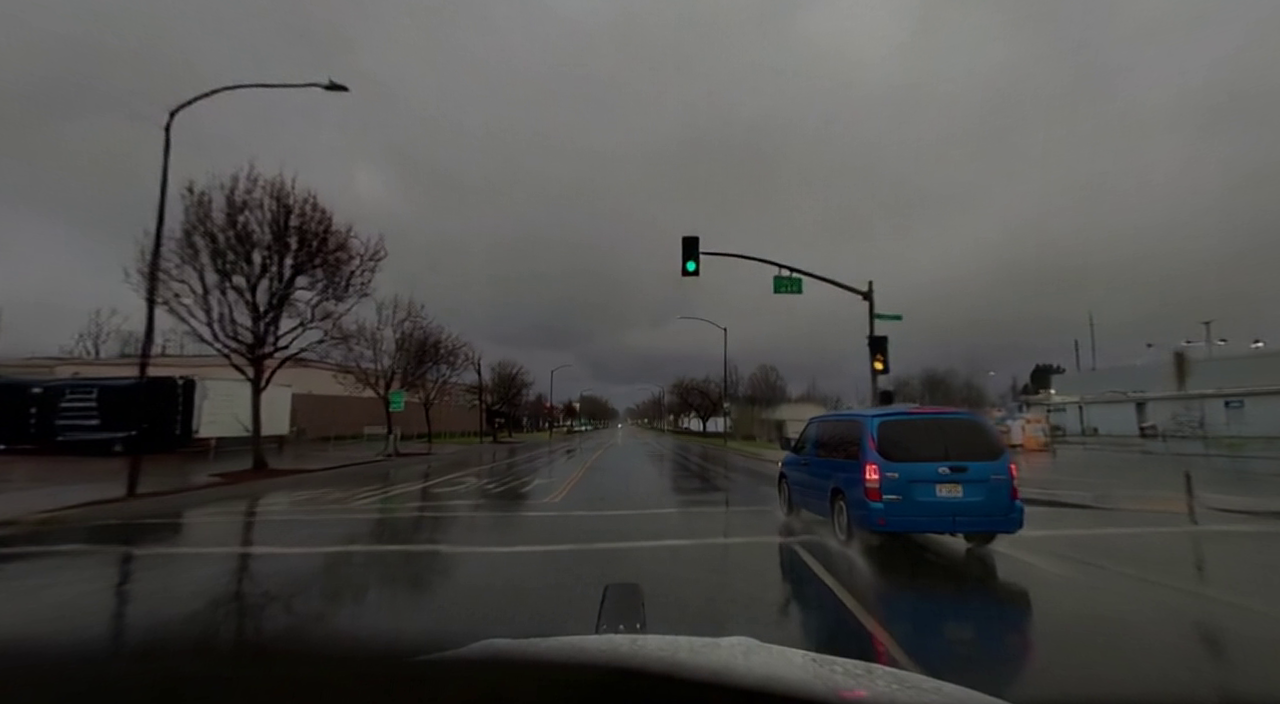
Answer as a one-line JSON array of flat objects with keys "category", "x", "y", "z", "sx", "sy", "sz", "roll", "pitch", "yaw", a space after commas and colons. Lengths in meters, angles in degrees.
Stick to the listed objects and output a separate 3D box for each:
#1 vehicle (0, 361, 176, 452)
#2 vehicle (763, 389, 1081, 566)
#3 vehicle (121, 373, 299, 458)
[{"category": "vehicle", "x": -27.408, "y": 2.733, "z": 30.421, "sx": 2.943, "sy": 3.741, "sz": 9.094, "roll": 1, "pitch": -7, "yaw": 0}, {"category": "vehicle", "x": 3.426, "y": 1.629, "z": 9.039, "sx": 2.202, "sy": 1.822, "sz": 4.826, "roll": 1, "pitch": -8, "yaw": -2}, {"category": "vehicle", "x": -20.586, "y": 3.084, "z": 30.976, "sx": 3.337, "sy": 3.644, "sz": 7.945, "roll": 0, "pitch": -5, "yaw": -2}]
